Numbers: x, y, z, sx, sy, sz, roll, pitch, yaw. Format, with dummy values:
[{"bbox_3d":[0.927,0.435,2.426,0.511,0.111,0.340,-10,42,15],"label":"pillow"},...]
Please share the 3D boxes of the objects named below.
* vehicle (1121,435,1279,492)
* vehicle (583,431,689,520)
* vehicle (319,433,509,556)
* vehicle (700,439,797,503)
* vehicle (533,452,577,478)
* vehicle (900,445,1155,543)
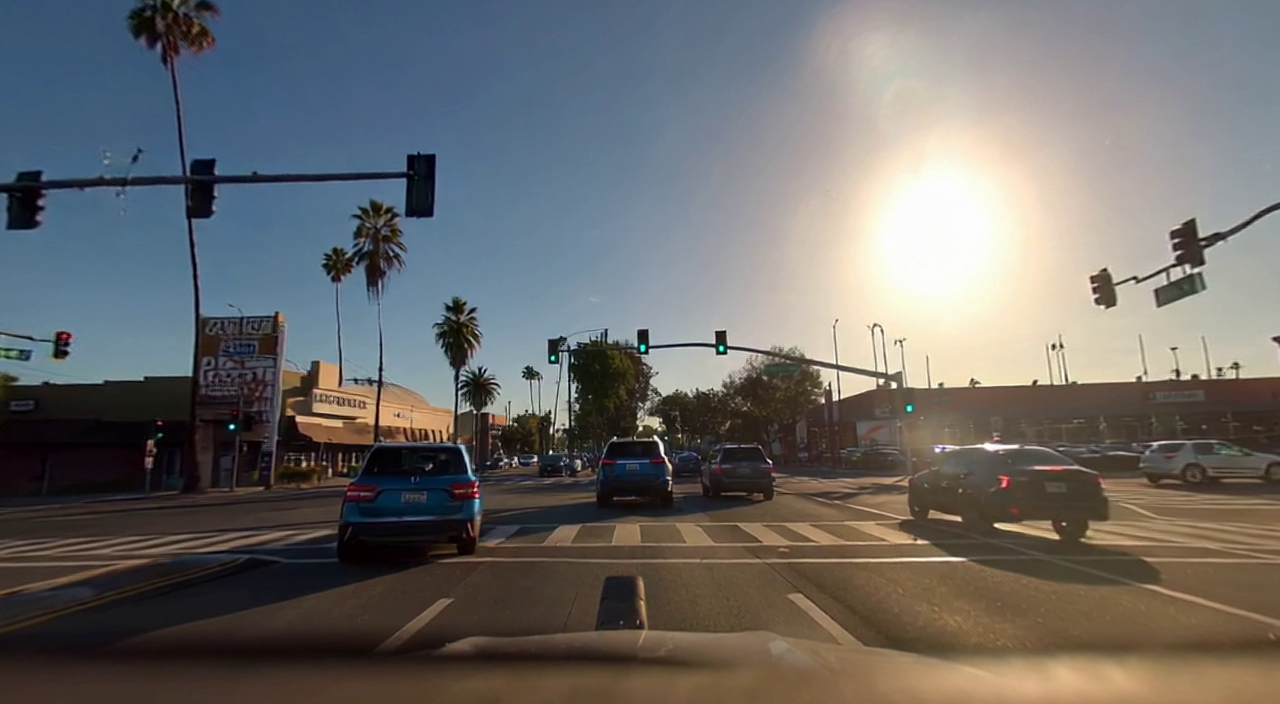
[{"bbox_3d":[19.876,3.772,21.590,5.053,1.787,2.168,0,-9,-1],"label":"vehicle"},{"bbox_3d":[-0.142,2.820,14.958,2.151,1.787,4.109,0,-9,-2],"label":"vehicle"},{"bbox_3d":[-3.582,2.307,11.044,2.201,1.644,4.465,1,-9,-8],"label":"vehicle"},{"bbox_3d":[3.179,3.595,19.537,2.112,1.710,4.234,0,-9,-2],"label":"vehicle"},{"bbox_3d":[-5.109,6.839,38.450,2.030,1.441,4.324,-1,-9,1],"label":"vehicle"},{"bbox_3d":[6.789,2.485,11.791,1.944,1.447,4.309,0,-9,-1],"label":"vehicle"}]
